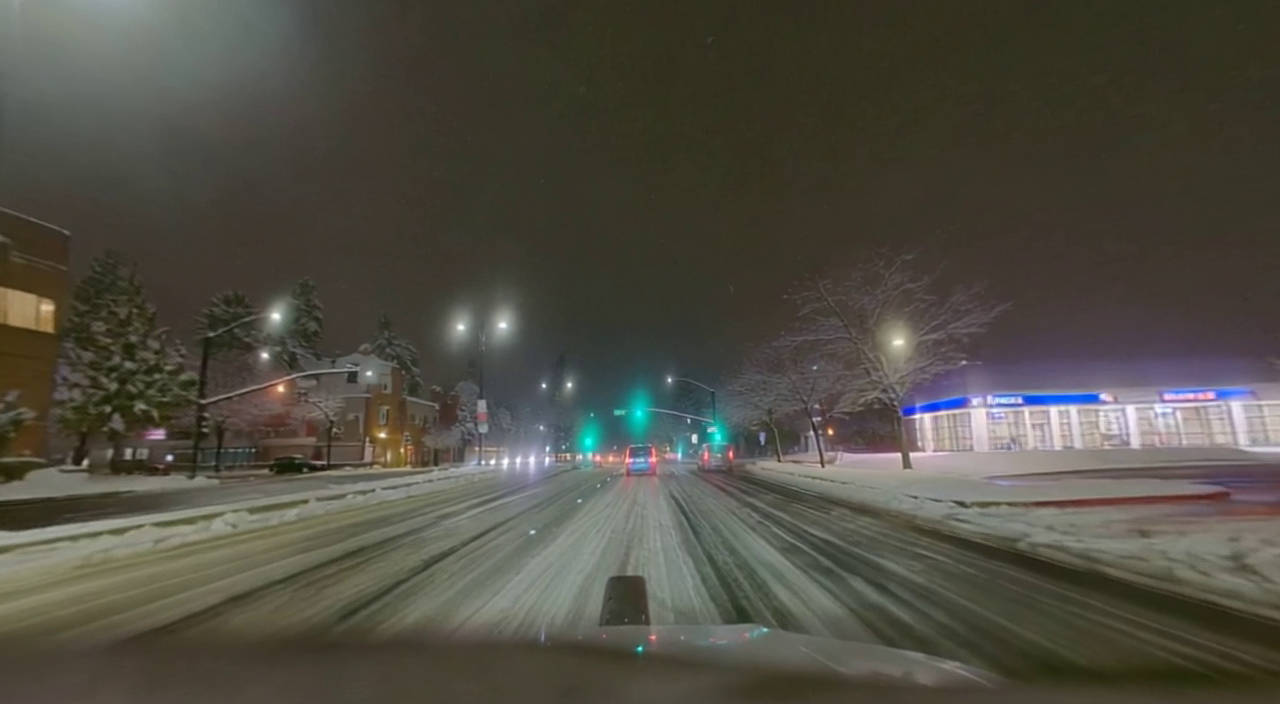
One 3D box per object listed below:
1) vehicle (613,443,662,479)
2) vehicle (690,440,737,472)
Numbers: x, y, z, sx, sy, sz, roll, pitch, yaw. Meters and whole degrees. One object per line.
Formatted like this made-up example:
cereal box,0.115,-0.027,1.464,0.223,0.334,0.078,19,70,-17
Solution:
vehicle,-0.100,4.875,28.448,2.059,1.477,3.988,0,-9,0
vehicle,4.107,5.898,35.950,2.007,1.683,4.171,0,-9,-2
